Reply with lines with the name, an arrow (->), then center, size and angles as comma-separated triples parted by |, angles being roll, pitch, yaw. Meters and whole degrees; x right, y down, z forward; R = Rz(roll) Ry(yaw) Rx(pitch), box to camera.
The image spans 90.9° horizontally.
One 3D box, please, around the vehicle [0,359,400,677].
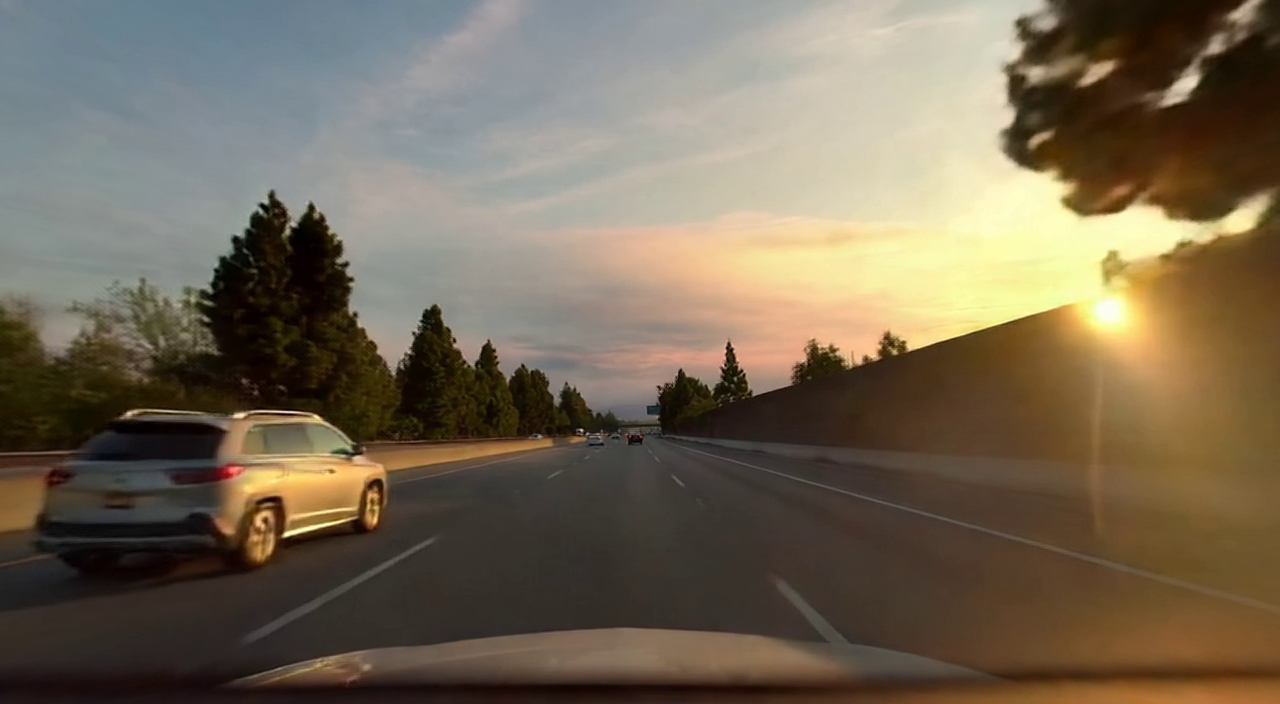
vehicle -> -4.258, 1.202, 5.794 | 2.306, 1.730, 4.606 | 0, -7, 0
